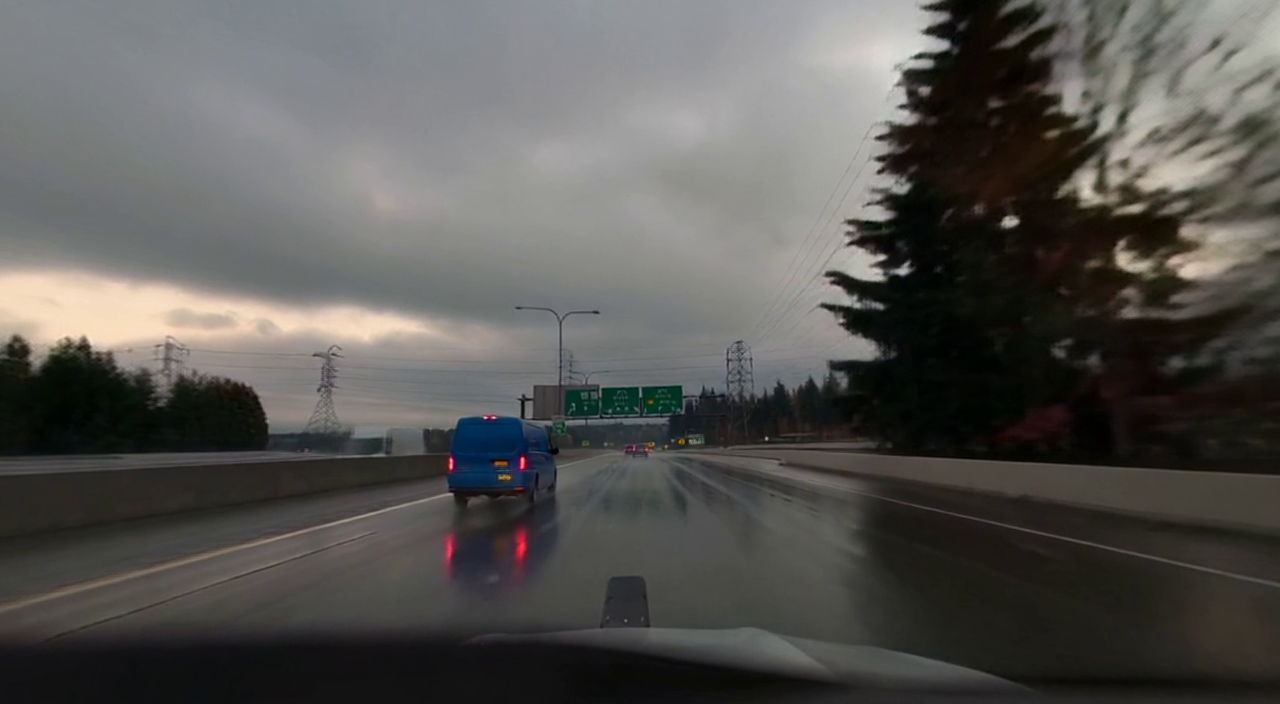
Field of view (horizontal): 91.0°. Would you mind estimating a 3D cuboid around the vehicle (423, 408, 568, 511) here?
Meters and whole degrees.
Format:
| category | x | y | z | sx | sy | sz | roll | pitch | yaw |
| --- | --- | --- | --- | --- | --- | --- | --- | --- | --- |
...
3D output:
| category | x | y | z | sx | sy | sz | roll | pitch | yaw |
| --- | --- | --- | --- | --- | --- | --- | --- | --- | --- |
| vehicle | -3.106 | 2.451 | 14.736 | 2.281 | 2.025 | 4.586 | 0 | -8 | 0 |
